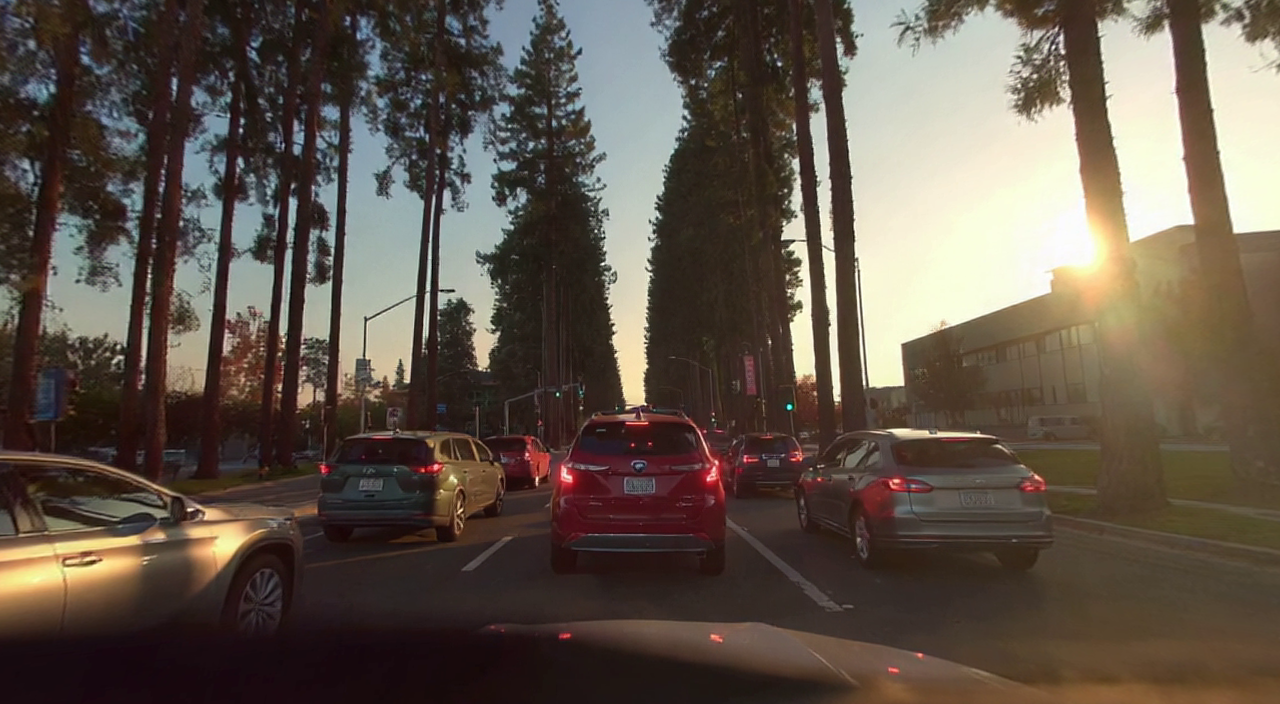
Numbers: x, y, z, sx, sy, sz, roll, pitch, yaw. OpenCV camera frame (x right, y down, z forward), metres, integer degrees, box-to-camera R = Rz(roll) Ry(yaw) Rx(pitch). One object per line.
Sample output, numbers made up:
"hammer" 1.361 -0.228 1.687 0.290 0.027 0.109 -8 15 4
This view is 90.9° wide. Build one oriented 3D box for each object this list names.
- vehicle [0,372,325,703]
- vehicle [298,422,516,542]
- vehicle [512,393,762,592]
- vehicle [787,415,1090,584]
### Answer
"vehicle" -3.780 0.995 3.308 1.929 1.641 4.193 0 -8 2
"vehicle" -3.654 2.117 10.926 2.042 1.641 4.314 0 -8 1
"vehicle" -0.004 1.538 7.652 2.193 1.744 4.033 0 -8 1
"vehicle" 3.267 1.672 7.864 1.922 1.579 3.642 0 -8 -1
